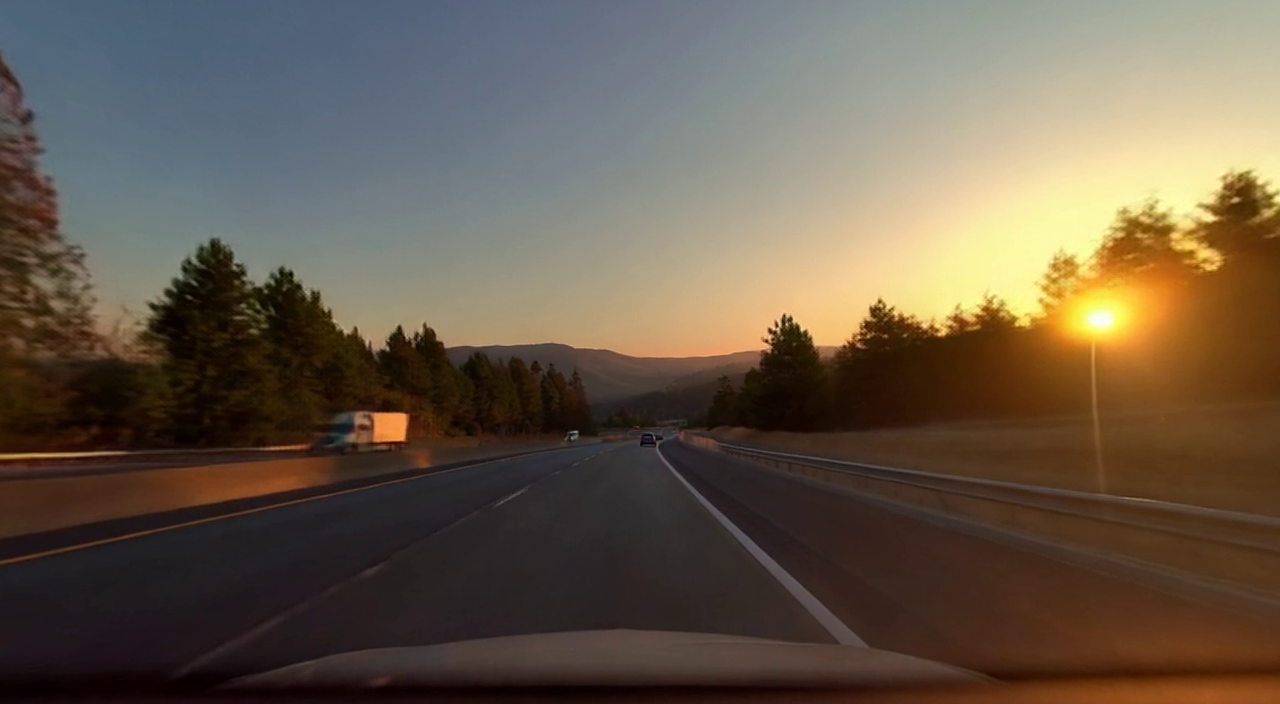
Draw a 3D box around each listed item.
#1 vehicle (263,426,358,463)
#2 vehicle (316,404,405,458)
[{"bbox_3d":[-16.834,4.746,32.586,1.990,1.748,5.262,0,-7,1],"label":"vehicle"},{"bbox_3d":[-16.766,4.824,38.314,2.504,2.967,5.931,0,-7,1],"label":"vehicle"}]
